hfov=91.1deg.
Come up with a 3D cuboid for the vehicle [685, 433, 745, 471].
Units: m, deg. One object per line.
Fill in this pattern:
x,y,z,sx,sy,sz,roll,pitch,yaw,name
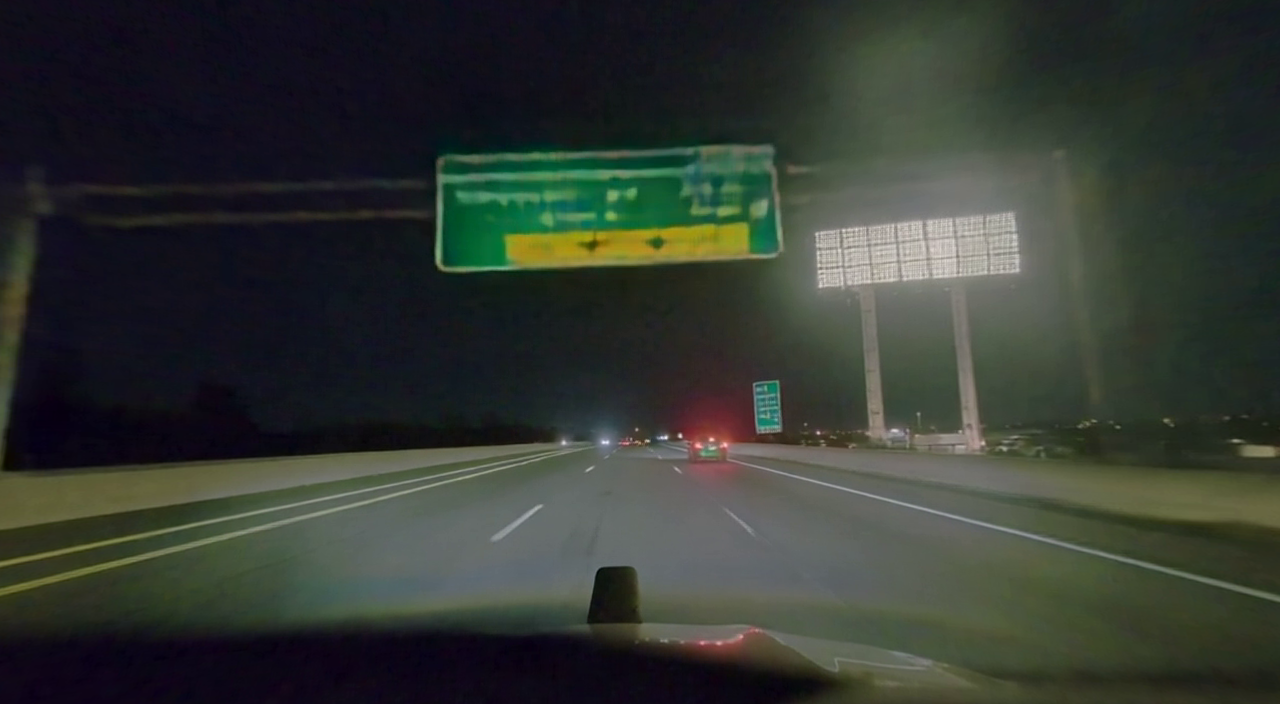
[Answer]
3.074,4.186,26.643,1.946,1.481,3.969,0,-8,-1,vehicle
